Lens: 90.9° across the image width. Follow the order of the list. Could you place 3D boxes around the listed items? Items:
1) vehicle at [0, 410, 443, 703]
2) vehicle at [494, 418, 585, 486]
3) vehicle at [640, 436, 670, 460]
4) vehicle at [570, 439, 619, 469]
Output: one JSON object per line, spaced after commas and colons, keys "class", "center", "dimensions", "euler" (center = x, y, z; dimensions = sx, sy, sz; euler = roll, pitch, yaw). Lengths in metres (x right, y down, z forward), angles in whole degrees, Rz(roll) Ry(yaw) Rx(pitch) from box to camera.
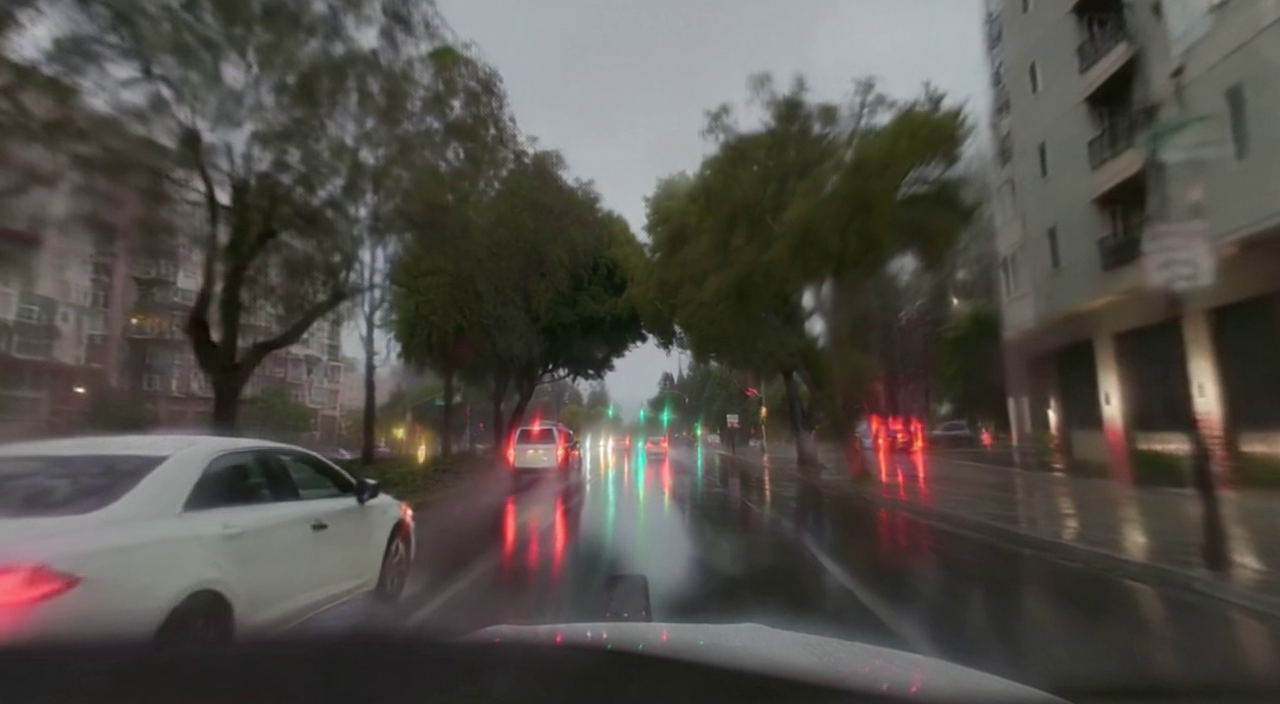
{"class": "vehicle", "center": [-2.840, 1.156, 3.658], "dimensions": [1.959, 1.406, 4.272], "euler": [0, -9, 1]}
{"class": "vehicle", "center": [-3.167, 3.312, 20.972], "dimensions": [2.152, 1.987, 4.527], "euler": [0, -9, 2]}
{"class": "vehicle", "center": [1.108, 7.292, 47.903], "dimensions": [2.194, 1.779, 3.996], "euler": [0, -9, 1]}
{"class": "vehicle", "center": [-2.384, 5.467, 33.984], "dimensions": [2.246, 1.481, 4.146], "euler": [0, -9, 1]}
